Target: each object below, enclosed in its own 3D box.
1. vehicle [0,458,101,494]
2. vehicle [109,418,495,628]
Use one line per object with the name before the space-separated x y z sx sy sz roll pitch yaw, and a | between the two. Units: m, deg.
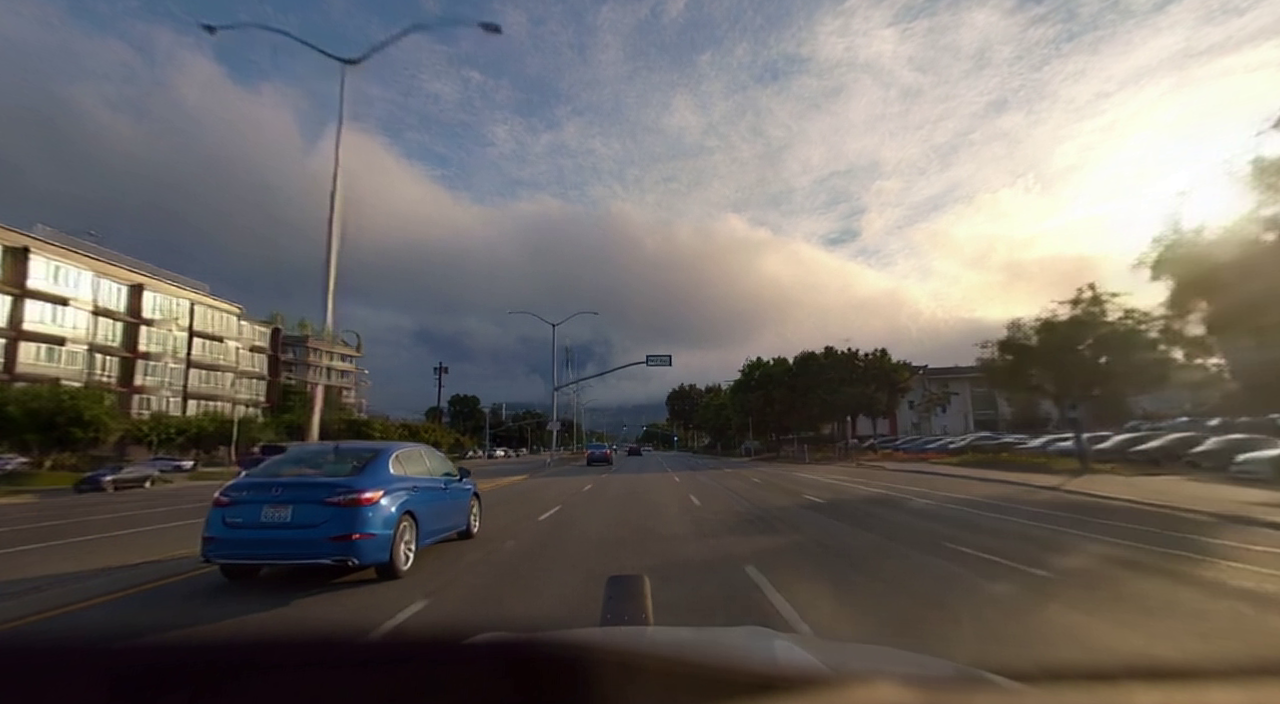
vehicle | -30.117 6.108 31.274 4.847 1.649 2.119 -1 -8 3
vehicle | -3.315 1.720 7.431 2.009 1.489 4.543 -6 -8 0
